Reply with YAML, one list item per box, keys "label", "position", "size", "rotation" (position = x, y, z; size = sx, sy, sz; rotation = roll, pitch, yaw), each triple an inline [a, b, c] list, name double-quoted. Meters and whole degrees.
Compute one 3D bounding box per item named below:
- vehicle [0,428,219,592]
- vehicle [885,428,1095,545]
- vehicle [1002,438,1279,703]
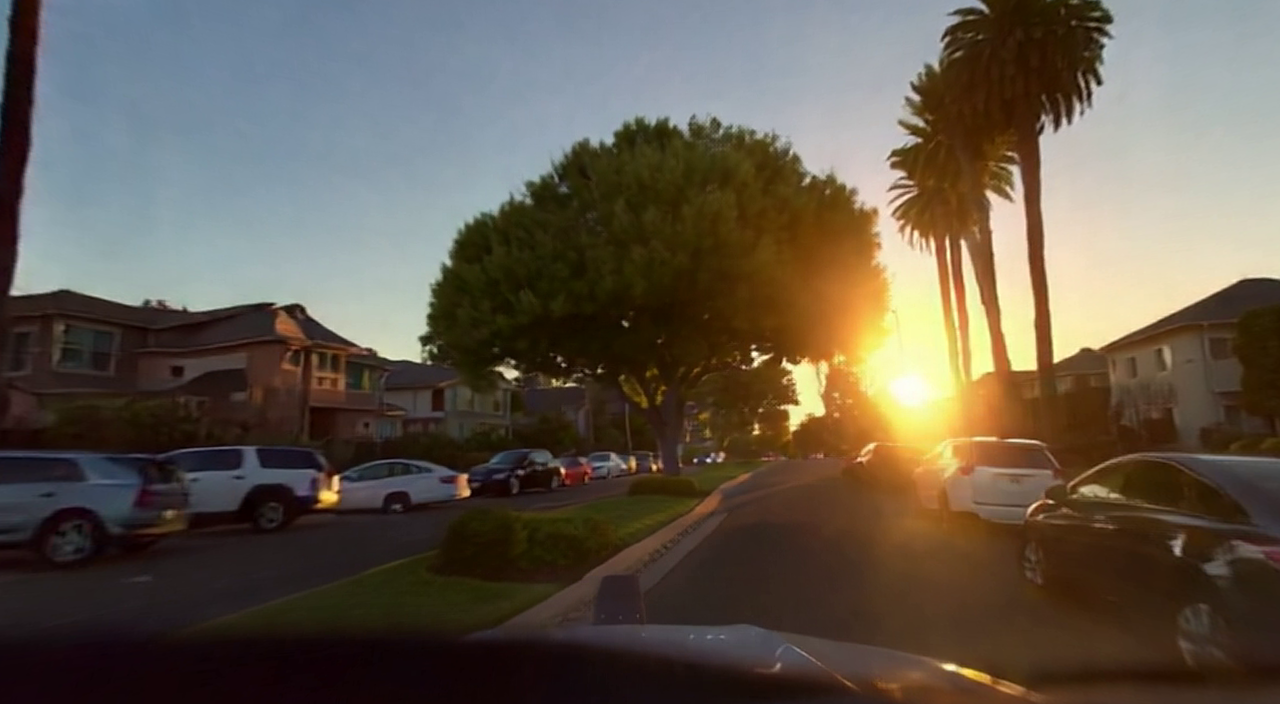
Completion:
- label: "vehicle"
  position: [-8.404, 1.855, 7.800]
  size: [4.866, 1.752, 1.998]
  rotation: [0, -8, -4]
- label: "vehicle"
  position: [5.978, 2.296, 11.525]
  size: [2.016, 1.670, 4.372]
  rotation: [-2, -8, 11]
- label: "vehicle"
  position: [4.589, 1.418, 4.914]
  size: [2.001, 1.461, 4.492]
  rotation: [-3, -9, 16]
